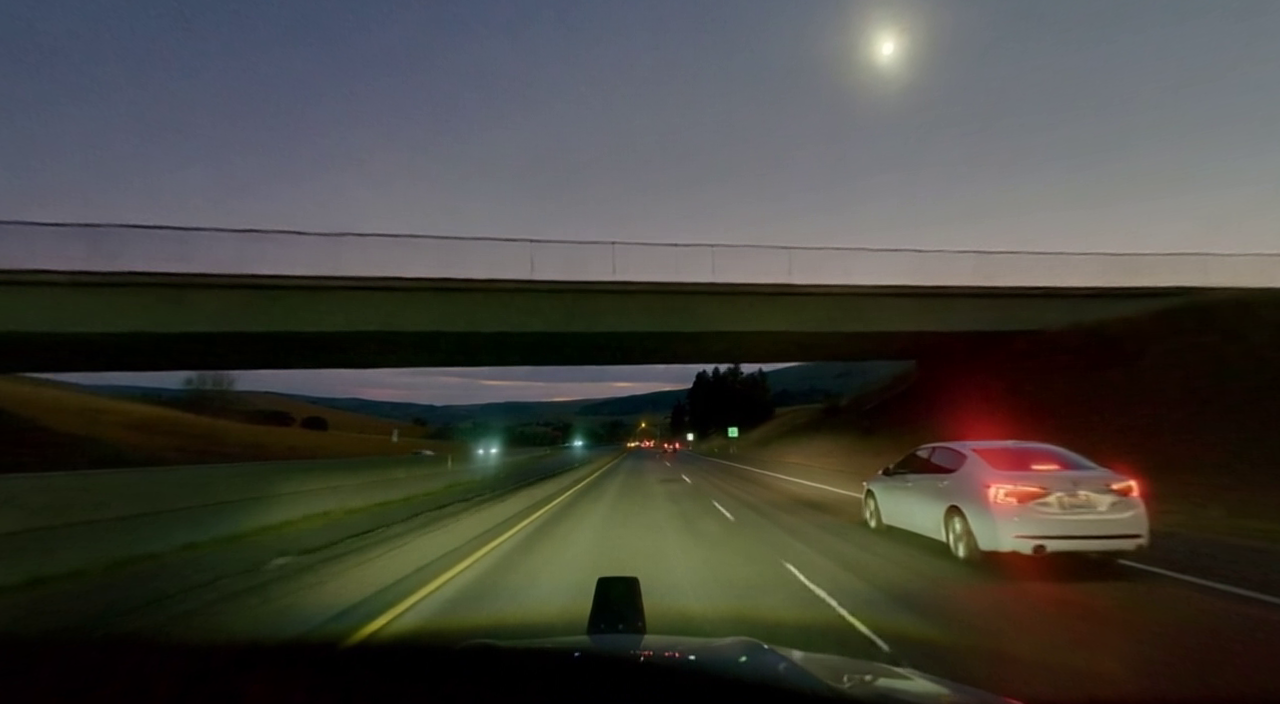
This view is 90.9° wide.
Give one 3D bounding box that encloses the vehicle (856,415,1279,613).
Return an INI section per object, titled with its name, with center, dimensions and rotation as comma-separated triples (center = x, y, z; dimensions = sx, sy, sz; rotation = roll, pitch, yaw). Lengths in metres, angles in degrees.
[vehicle]
center = 4.370, 1.584, 7.253
dimensions = 2.027, 1.487, 4.718
rotation = 0, -8, -1
